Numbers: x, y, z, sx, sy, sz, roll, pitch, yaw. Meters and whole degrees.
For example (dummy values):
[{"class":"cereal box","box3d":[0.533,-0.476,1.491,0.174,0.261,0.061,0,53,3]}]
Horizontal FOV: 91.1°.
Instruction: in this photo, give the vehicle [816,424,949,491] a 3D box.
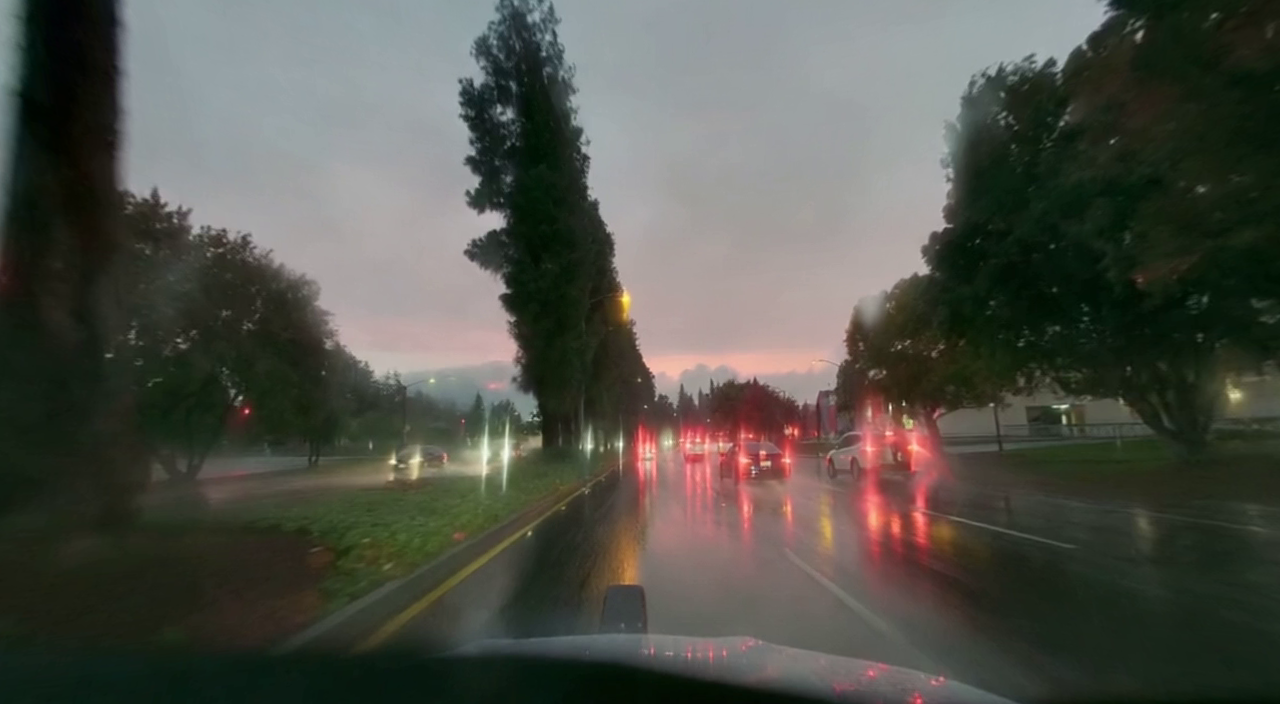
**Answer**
[{"class":"vehicle","box3d":[7.455,3.303,19.995,2.188,1.840,5.050,0,-9,0]}]

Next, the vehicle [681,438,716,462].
[{"class":"vehicle","box3d":[4.293,7.276,46.689,2.130,1.718,4.310,0,-9,-1]}]

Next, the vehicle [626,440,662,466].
[{"class":"vehicle","box3d":[0.254,6.216,38.669,2.111,1.506,4.018,0,-9,0]}]

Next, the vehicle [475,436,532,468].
[{"class":"vehicle","box3d":[-7.973,5.894,37.126,2.116,1.747,4.727,0,-9,2]}]

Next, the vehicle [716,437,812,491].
[{"class":"vehicle","box3d":[3.731,3.463,19.763,2.010,1.490,4.639,0,-9,-1]}]

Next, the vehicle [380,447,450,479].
[{"class":"vehicle","box3d":[-11.247,5.547,31.670,1.866,1.500,4.361,0,-9,1]}]
